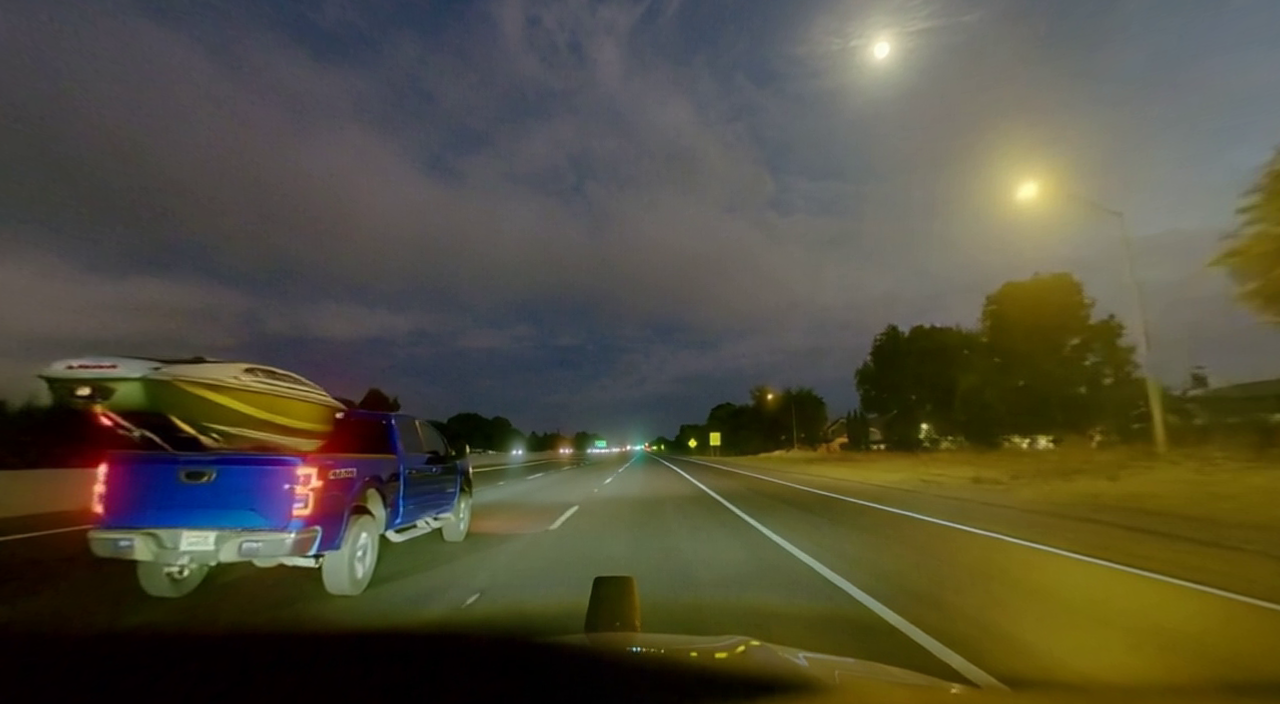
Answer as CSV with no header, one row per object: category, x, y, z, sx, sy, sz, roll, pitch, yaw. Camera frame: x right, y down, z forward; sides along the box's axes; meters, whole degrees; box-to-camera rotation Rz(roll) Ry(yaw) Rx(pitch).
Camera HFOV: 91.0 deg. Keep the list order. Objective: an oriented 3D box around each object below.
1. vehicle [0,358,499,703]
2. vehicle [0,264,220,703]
vehicle,-3.086,1.315,5.960,2.202,1.836,5.009,0,-9,2
vehicle,-3.196,0.401,0.412,1.919,1.935,5.609,0,-9,0
